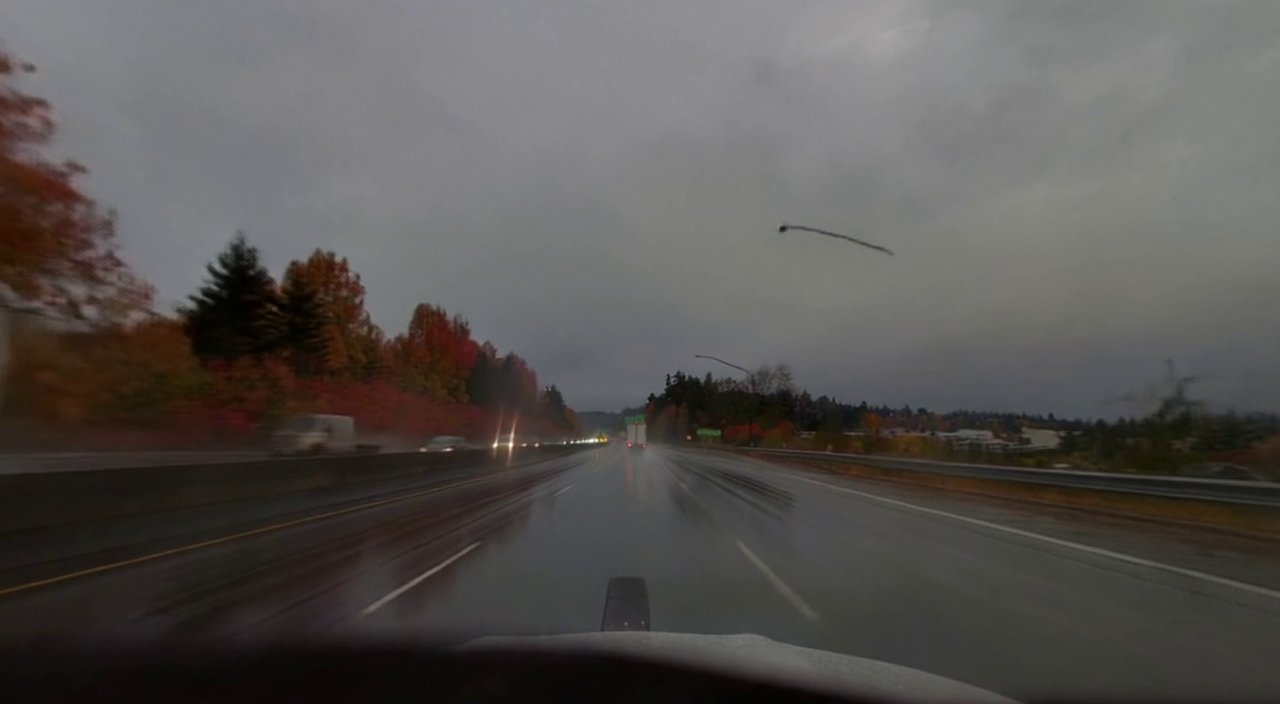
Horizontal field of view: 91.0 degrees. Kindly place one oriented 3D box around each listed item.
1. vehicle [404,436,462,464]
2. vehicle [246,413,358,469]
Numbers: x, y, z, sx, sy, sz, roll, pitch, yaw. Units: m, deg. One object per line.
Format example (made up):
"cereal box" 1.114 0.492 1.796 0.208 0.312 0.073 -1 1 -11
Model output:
"vehicle" -11.763 5.597 36.034 1.870 1.491 4.088 0 -8 0
"vehicle" -15.350 4.102 28.998 2.252 2.301 5.183 0 -8 0
